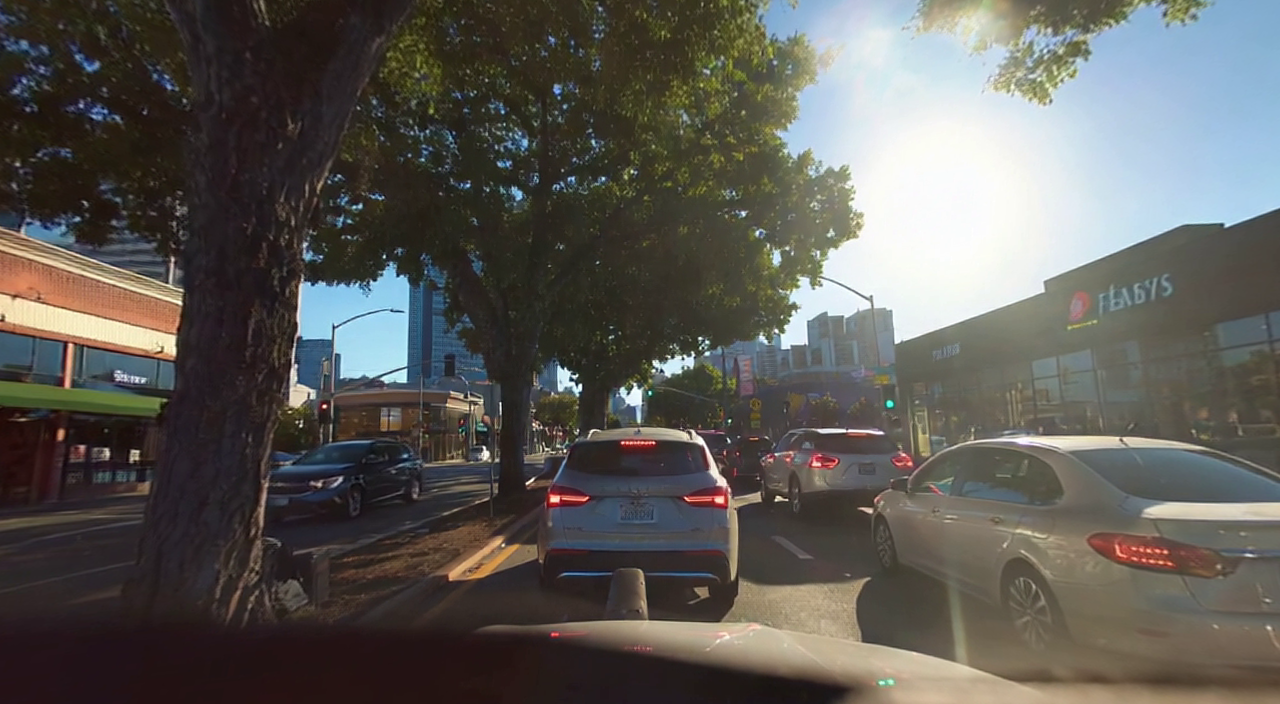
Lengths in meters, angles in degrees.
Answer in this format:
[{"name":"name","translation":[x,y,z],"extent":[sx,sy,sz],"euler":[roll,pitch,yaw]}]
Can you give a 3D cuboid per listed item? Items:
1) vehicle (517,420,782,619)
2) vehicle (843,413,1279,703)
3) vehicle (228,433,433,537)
[{"name":"vehicle","translation":[0.059,1.545,6.637],"extent":[2.006,1.487,3.535],"euler":[0,-9,0]},{"name":"vehicle","translation":[3.393,1.368,5.323],"extent":[1.988,1.480,4.195],"euler":[0,-9,1]},{"name":"vehicle","translation":[-5.468,2.381,12.002],"extent":[1.898,1.542,4.689],"euler":[0,-9,-5]}]
